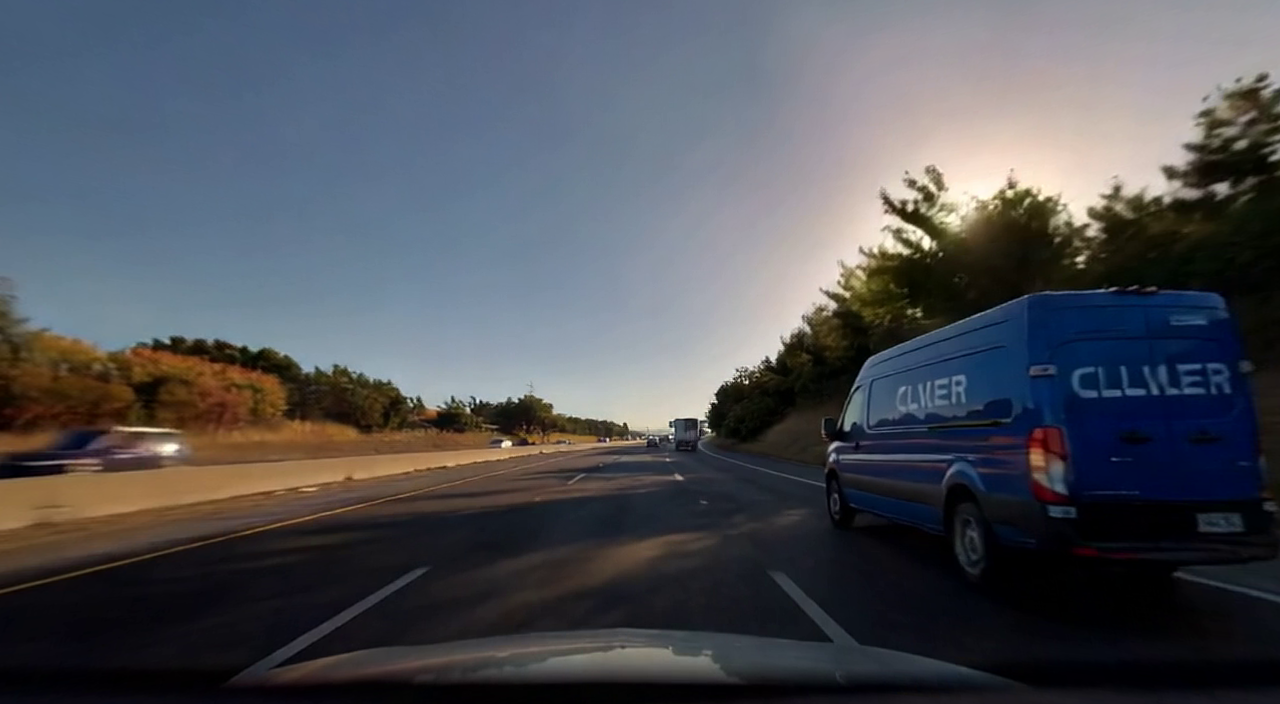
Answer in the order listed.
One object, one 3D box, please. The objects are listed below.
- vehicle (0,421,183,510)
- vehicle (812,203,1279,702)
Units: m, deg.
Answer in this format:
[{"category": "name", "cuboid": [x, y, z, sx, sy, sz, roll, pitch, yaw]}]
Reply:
[{"category": "vehicle", "cuboid": [-14.367, 2.705, 15.462, 2.095, 1.827, 5.586, -1, -8, 0]}, {"category": "vehicle", "cuboid": [3.770, 0.838, 6.040, 2.485, 2.562, 5.535, 0, -8, -2]}]
